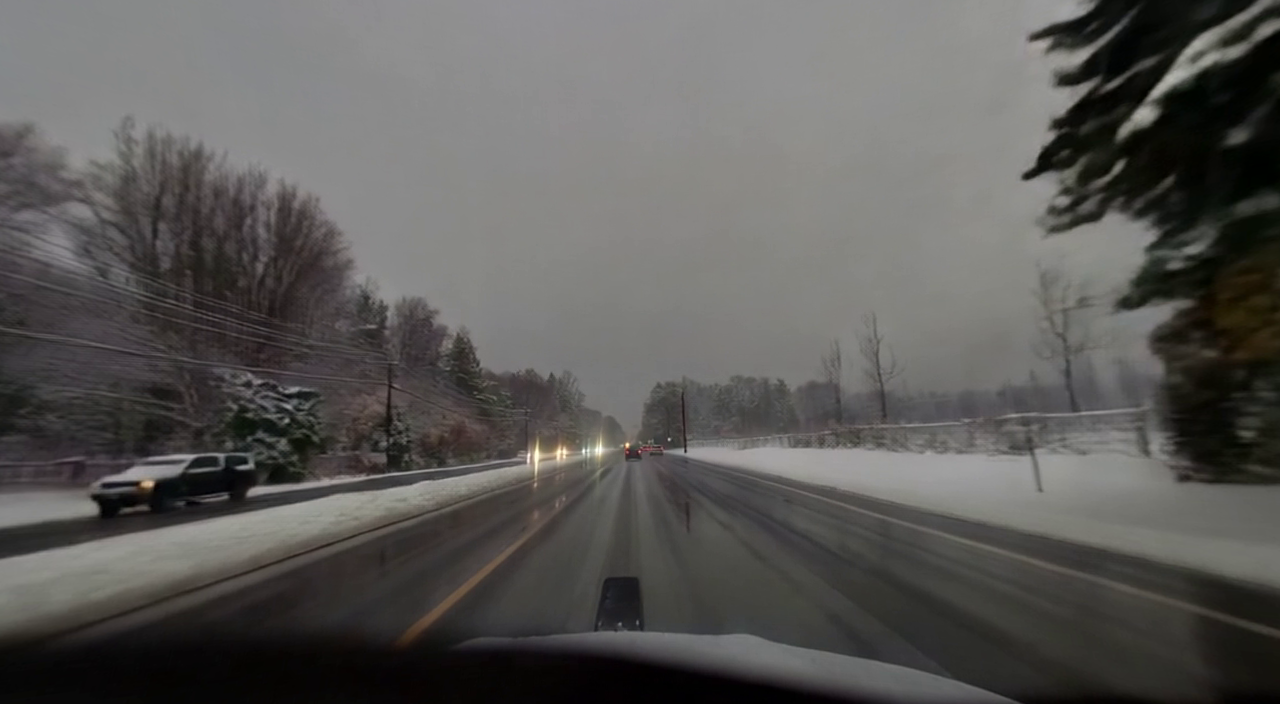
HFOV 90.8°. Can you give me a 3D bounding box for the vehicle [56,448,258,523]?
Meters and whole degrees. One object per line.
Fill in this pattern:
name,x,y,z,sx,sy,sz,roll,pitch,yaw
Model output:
vehicle,-14.589,3.982,19.665,2.055,1.742,5.503,-4,-7,-1
